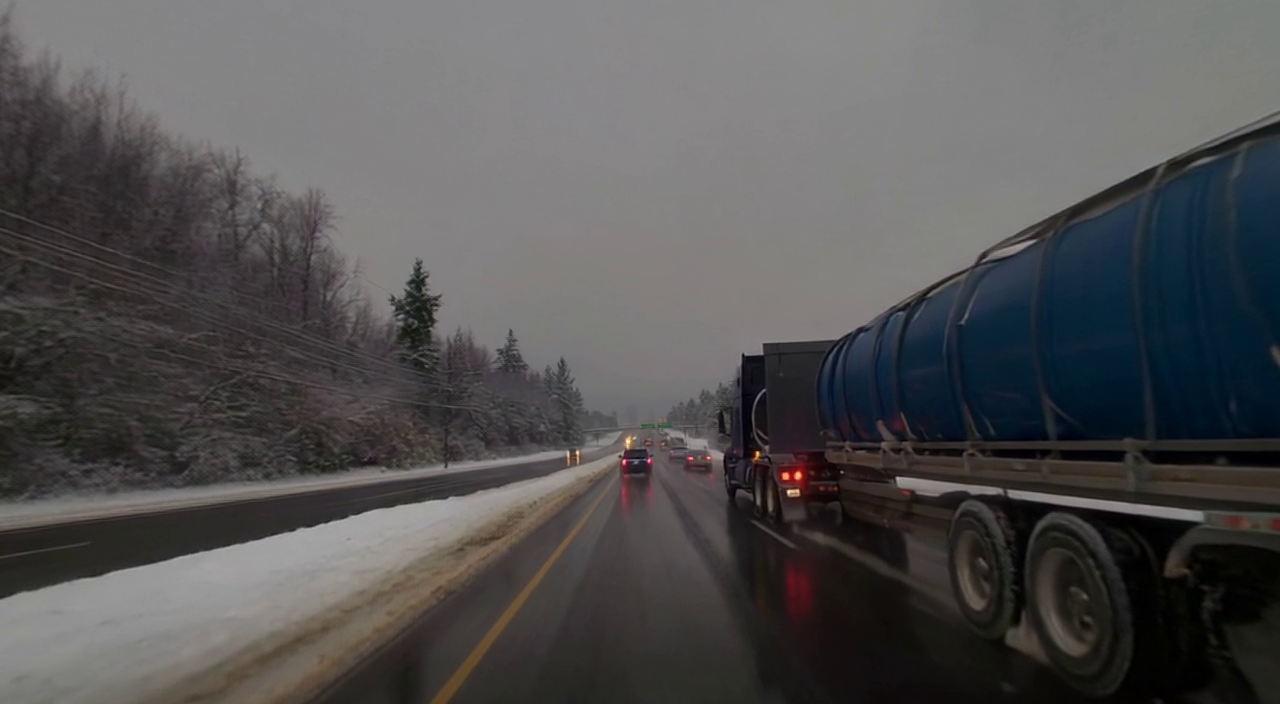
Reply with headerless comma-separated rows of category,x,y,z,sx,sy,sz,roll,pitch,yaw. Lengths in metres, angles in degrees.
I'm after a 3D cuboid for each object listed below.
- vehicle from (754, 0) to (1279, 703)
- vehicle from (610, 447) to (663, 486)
vehicle,3.937,0.869,8.225,2.694,3.453,11.641,0,-9,0
vehicle,-0.121,4.667,25.964,2.003,1.490,3.636,0,-9,0
